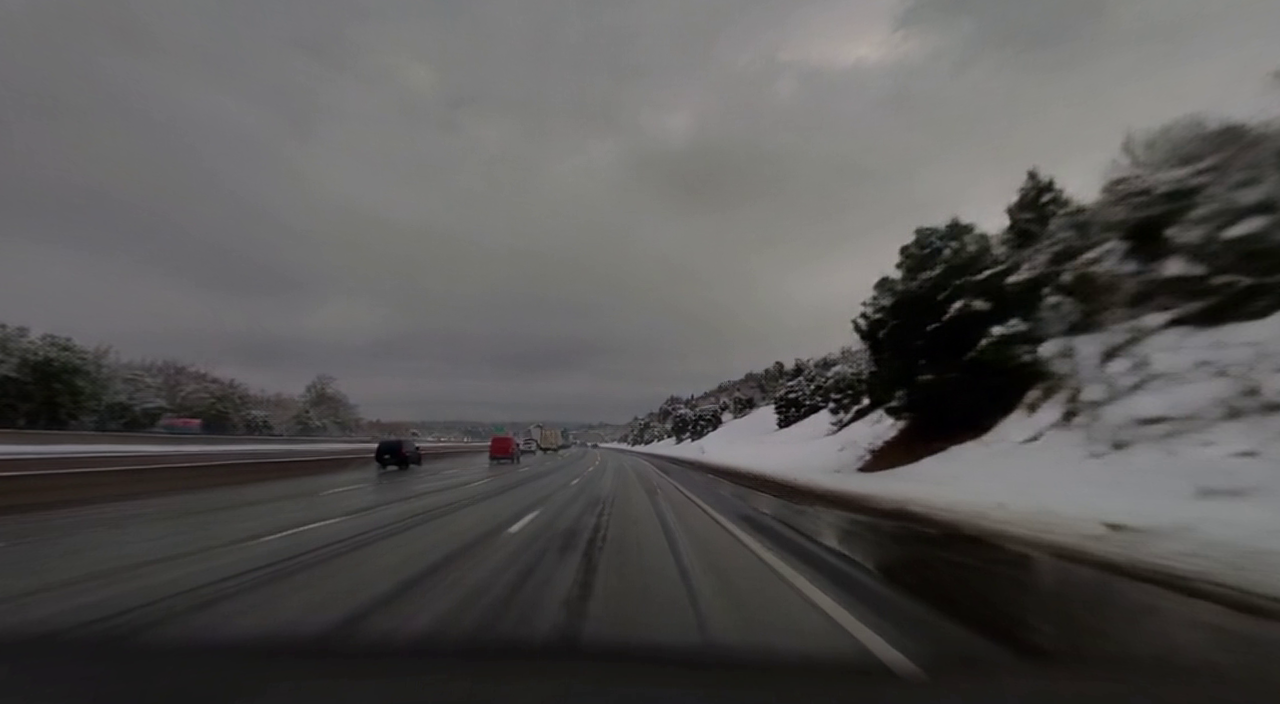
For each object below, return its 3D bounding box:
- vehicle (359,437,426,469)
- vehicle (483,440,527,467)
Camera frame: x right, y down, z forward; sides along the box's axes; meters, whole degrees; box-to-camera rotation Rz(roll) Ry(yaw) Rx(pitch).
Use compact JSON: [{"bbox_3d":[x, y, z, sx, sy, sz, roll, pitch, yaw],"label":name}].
[{"bbox_3d":[-15.852,6.500,40.820,2.240,1.953,5.452,0,-9,-2],"label":"vehicle"},{"bbox_3d":[-9.056,6.815,42.587,2.104,1.715,4.319,0,-9,-2],"label":"vehicle"}]
